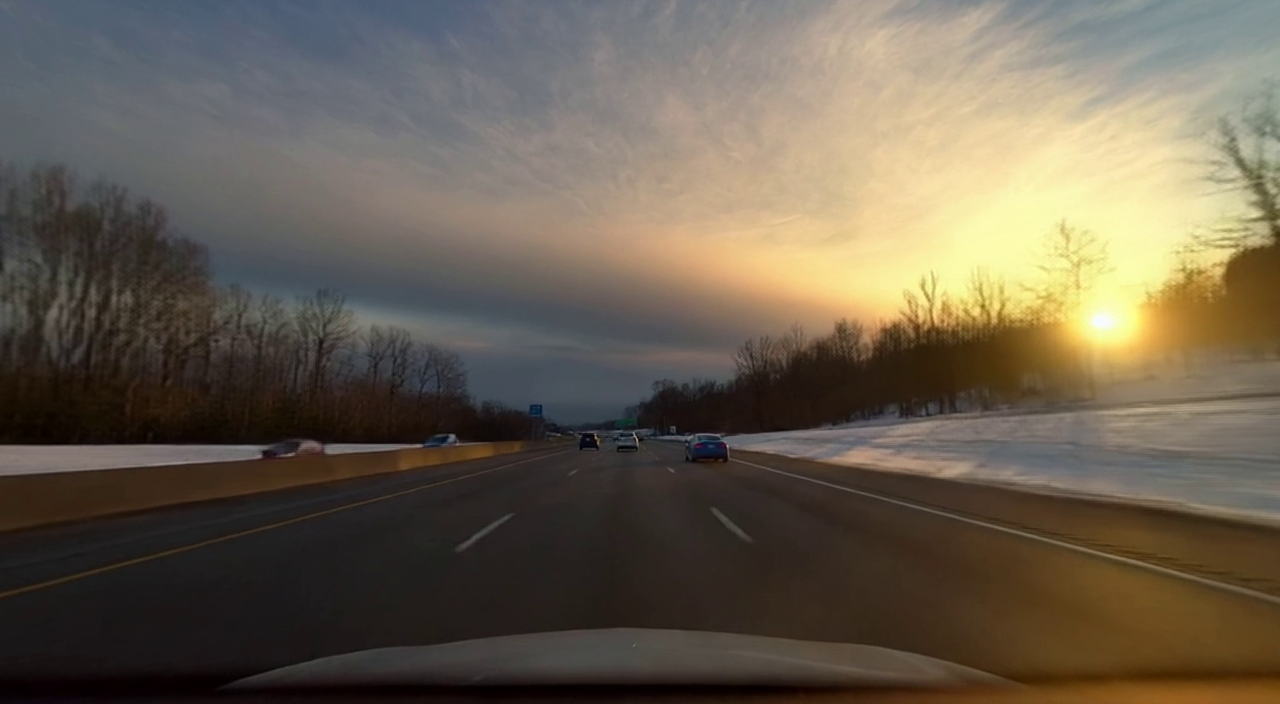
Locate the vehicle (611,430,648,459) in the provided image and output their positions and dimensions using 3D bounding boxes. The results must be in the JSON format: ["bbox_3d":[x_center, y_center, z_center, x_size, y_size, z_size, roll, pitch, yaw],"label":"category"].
[{"bbox_3d":[-0.659,5.727,39.102,2.182,1.680,4.253,0,-8,-1],"label":"vehicle"}]

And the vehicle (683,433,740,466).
[{"bbox_3d":[3.380,4.694,30.621,2.056,1.479,4.660,0,-8,-2],"label":"vehicle"}]

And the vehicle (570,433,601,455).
[{"bbox_3d":[-4.047,6.926,47.310,2.041,1.546,4.080,0,-8,-1],"label":"vehicle"}]

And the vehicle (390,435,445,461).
[{"bbox_3d":[-13.381,5.769,38.023,1.861,1.479,3.811,0,-8,0],"label":"vehicle"}]

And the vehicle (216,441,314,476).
[{"bbox_3d":[-17.243,4.877,29.164,1.982,1.503,4.149,0,-8,0],"label":"vehicle"}]
